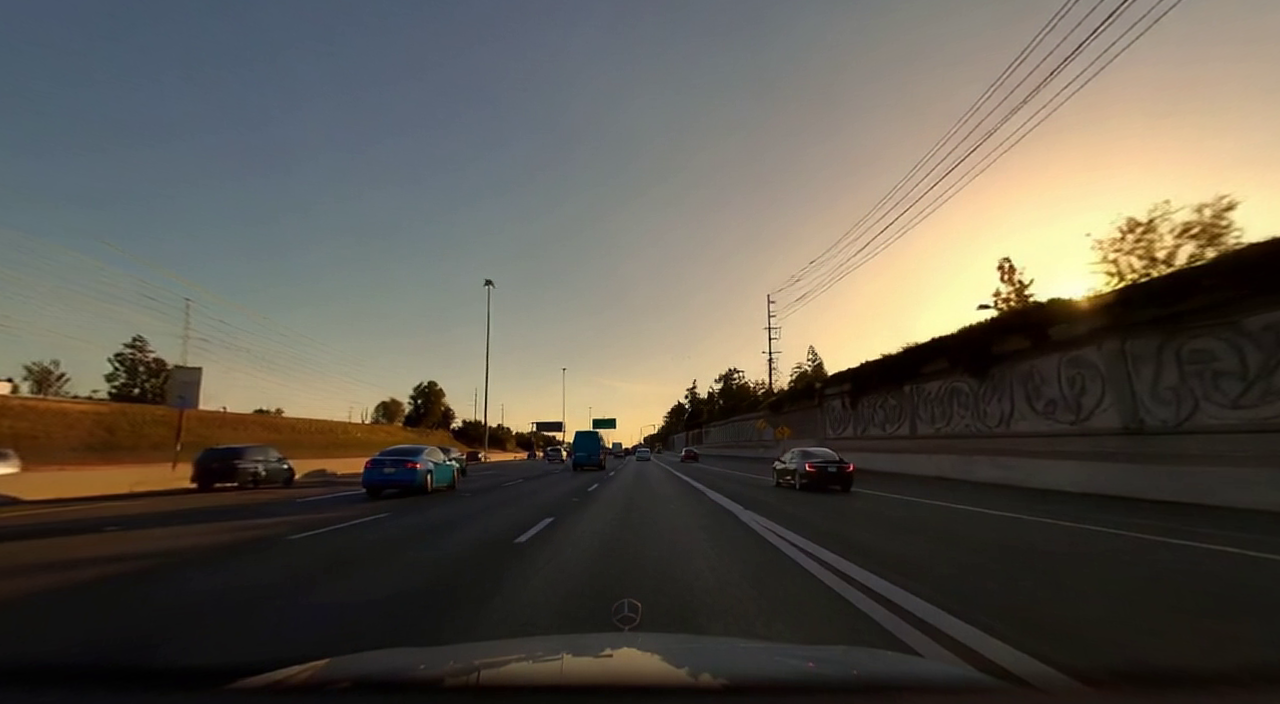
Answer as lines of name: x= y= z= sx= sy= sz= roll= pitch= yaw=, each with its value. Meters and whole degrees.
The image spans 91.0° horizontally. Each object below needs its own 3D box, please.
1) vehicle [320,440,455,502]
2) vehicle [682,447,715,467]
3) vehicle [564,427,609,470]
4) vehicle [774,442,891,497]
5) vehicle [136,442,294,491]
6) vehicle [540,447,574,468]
vehicle: x=-6.982 y=3.323 z=18.018 sx=1.967 sy=1.525 sz=4.458 roll=0 pitch=-9 yaw=1
vehicle: x=4.462 y=8.153 z=49.034 sx=2.095 sy=1.504 sz=4.536 roll=0 pitch=-9 yaw=-1
vehicle: x=-3.438 y=6.429 z=41.891 sx=2.395 sy=2.660 sz=5.827 roll=0 pitch=-9 yaw=1
vehicle: x=5.656 y=3.510 z=19.197 sx=2.052 sy=1.470 sz=4.364 roll=0 pitch=-9 yaw=-2
vehicle: x=-14.771 y=3.989 z=22.365 sx=2.039 sy=1.538 sz=5.037 roll=0 pitch=-9 yaw=1
vehicle: x=-6.319 y=8.033 z=48.178 sx=1.944 sy=1.490 sz=4.442 roll=0 pitch=-9 yaw=0
